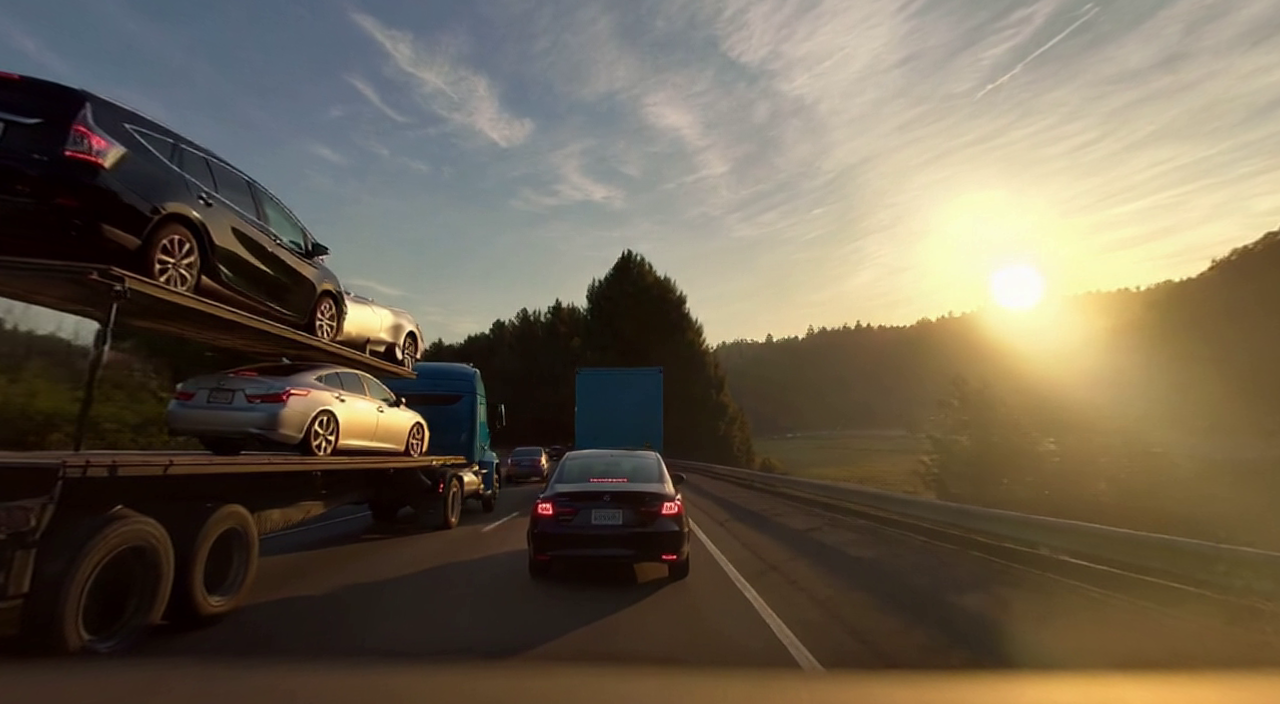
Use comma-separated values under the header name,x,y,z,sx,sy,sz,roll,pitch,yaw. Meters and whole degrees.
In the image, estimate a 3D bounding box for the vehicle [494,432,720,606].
name,x,y,z,sx,sy,sz,roll,pitch,yaw
vehicle,-0.315,1.743,7.339,1.991,1.507,3.391,0,-9,-1

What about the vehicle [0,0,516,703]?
name,x,y,z,sx,sy,sz,roll,pitch,yaw
vehicle,-4.627,0.692,9.028,2.836,4.059,14.286,0,-9,0
